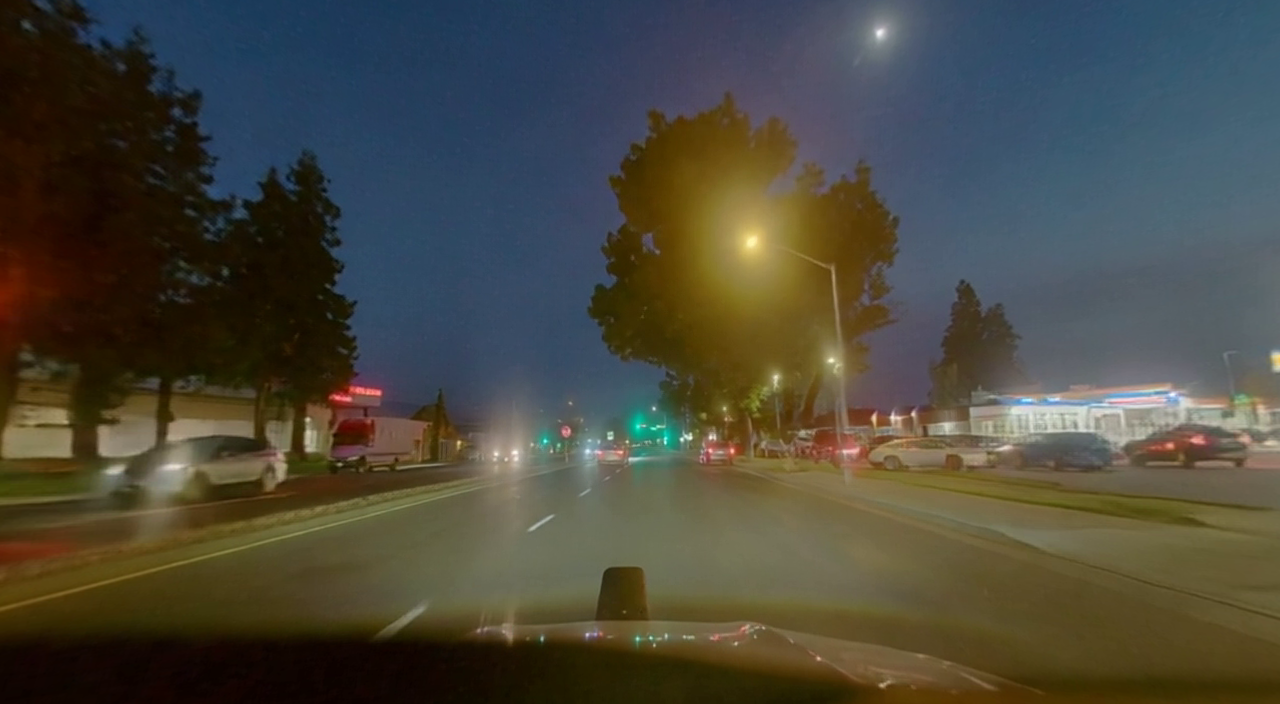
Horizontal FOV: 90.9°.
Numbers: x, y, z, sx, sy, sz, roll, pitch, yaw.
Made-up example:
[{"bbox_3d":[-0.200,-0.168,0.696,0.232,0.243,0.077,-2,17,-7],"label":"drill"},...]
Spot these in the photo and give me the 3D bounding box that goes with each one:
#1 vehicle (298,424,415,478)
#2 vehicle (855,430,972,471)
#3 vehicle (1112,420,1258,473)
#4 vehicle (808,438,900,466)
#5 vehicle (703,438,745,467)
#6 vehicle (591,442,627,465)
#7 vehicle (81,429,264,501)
[{"bbox_3d":[-18.227,6.475,41.512,2.953,3.076,9.336,-1,-9,3],"label":"vehicle"},{"bbox_3d":[12.509,4.532,29.039,4.454,1.776,1.891,0,-9,1],"label":"vehicle"},{"bbox_3d":[21.345,3.767,24.994,2.060,1.865,4.542,-1,-9,7],"label":"vehicle"},{"bbox_3d":[11.695,5.493,34.661,4.328,1.455,1.884,0,-9,2],"label":"vehicle"},{"bbox_3d":[5.289,6.404,40.201,2.179,1.709,4.512,0,-9,2],"label":"vehicle"},{"bbox_3d":[-1.945,6.582,40.869,1.959,1.406,4.272,0,-9,2],"label":"vehicle"},{"bbox_3d":[-14.564,3.533,20.096,2.060,2.017,4.660,-1,-9,2],"label":"vehicle"}]
